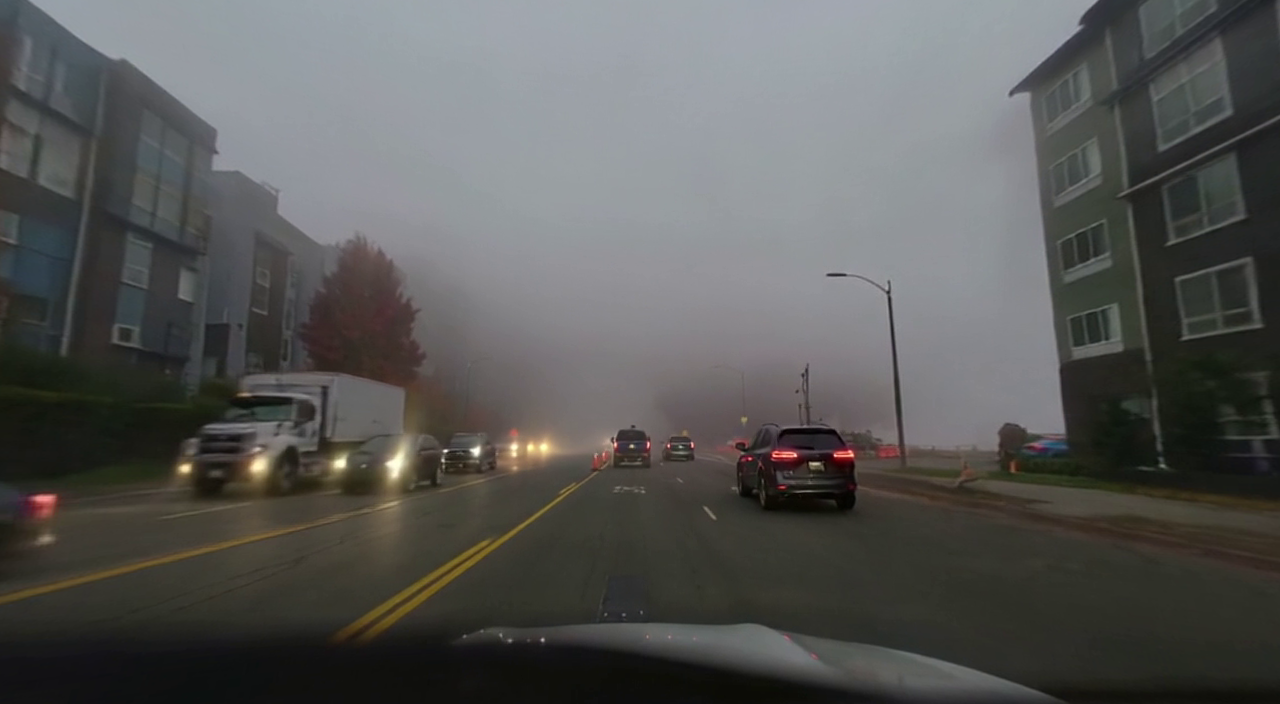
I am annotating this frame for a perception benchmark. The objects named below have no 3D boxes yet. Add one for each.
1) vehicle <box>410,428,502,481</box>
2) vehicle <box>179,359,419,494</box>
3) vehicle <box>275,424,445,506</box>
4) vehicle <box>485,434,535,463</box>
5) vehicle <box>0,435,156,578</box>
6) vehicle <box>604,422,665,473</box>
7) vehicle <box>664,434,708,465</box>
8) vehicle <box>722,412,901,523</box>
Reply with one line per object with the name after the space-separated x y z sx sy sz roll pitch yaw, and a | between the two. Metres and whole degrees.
-7.616 4.301 26.717 2.296 1.911 5.688 -2 -8 -1 | vehicle
-11.155 2.750 22.265 2.988 3.755 9.456 0 -8 1 | vehicle
-7.300 2.968 17.123 2.437 1.820 4.827 -2 -8 0 | vehicle
-9.241 6.925 45.024 2.192 1.923 4.970 -1 -8 4 | vehicle
-7.669 1.580 6.302 1.881 1.485 4.522 0 -8 2 | vehicle
-0.343 4.843 31.965 2.762 2.309 6.723 0 -8 -2 | vehicle
2.804 6.151 39.739 2.187 1.835 5.471 0 -8 -2 | vehicle
3.224 2.328 13.263 2.120 1.828 5.531 0 -8 -1 | vehicle
